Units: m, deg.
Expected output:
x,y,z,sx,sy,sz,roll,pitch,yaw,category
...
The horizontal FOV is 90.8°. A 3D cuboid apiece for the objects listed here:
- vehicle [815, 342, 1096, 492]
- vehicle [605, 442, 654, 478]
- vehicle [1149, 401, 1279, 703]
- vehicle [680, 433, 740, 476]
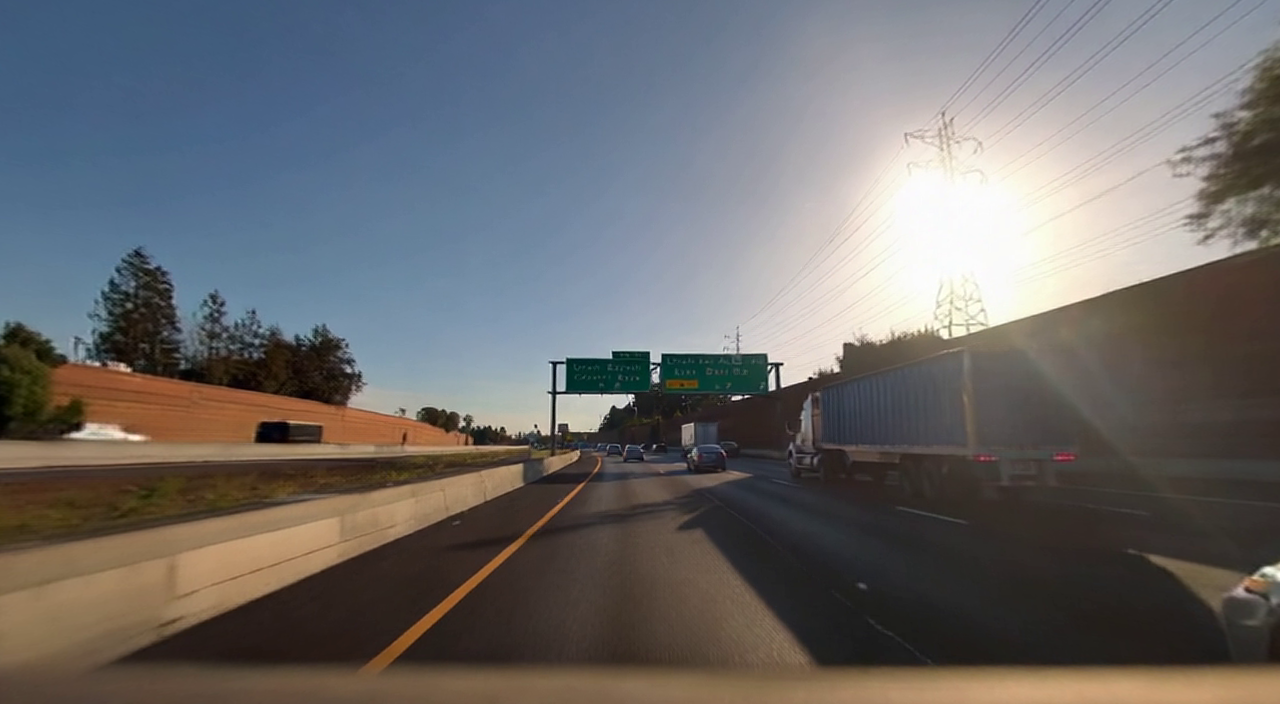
x,y,z,sx,sy,sz,roll,pitch,yaw,category
10.856,2.919,25.264,2.914,4.134,15.553,0,-9,-1,vehicle
-0.491,4.882,28.791,2.083,1.477,3.965,0,-9,-2,vehicle
3.507,0.701,0.986,1.922,1.465,4.165,0,-9,0,vehicle
3.189,4.821,29.862,2.114,1.849,4.692,0,-9,-2,vehicle
